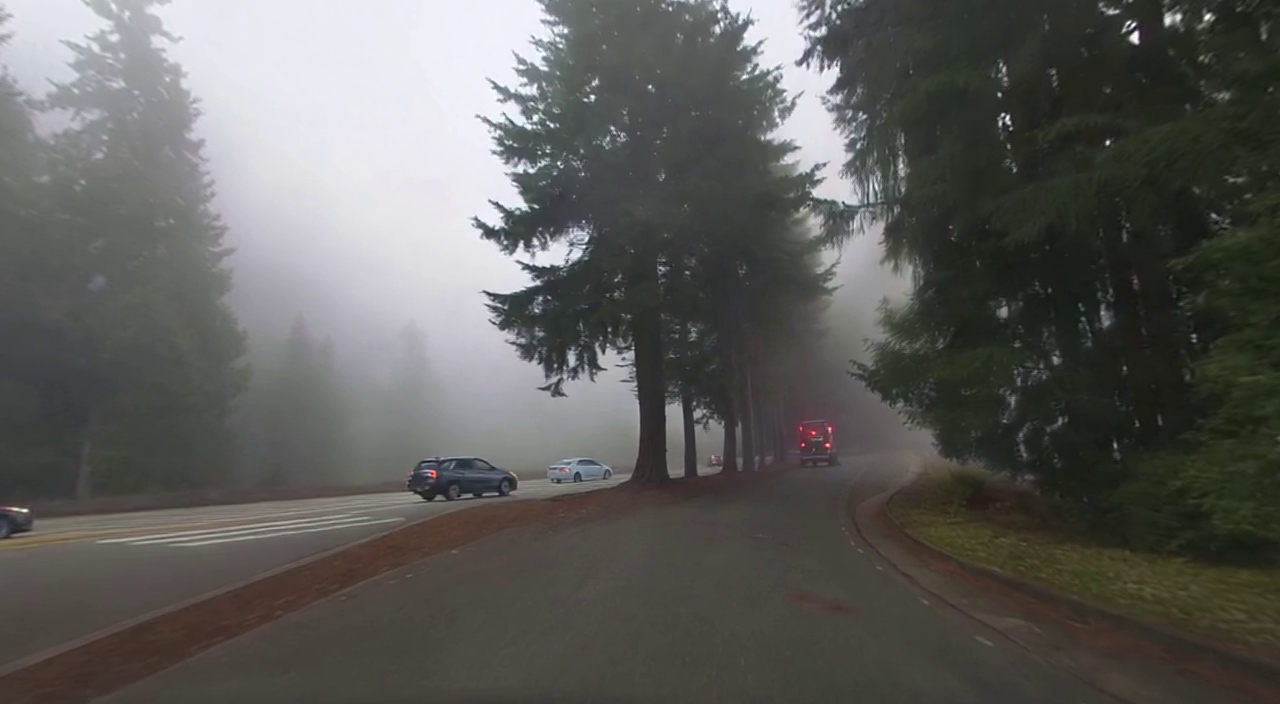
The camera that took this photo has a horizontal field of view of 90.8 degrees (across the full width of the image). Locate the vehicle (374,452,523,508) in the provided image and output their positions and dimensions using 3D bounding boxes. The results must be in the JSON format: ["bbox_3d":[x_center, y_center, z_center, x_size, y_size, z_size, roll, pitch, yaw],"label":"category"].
[{"bbox_3d":[-6.629,4.435,22.520,2.049,1.699,4.860,-6,-10,32],"label":"vehicle"}]

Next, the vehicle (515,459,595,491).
[{"bbox_3d":[-4.442,6.538,33.872,1.829,1.470,4.460,-6,-10,31],"label":"vehicle"}]
